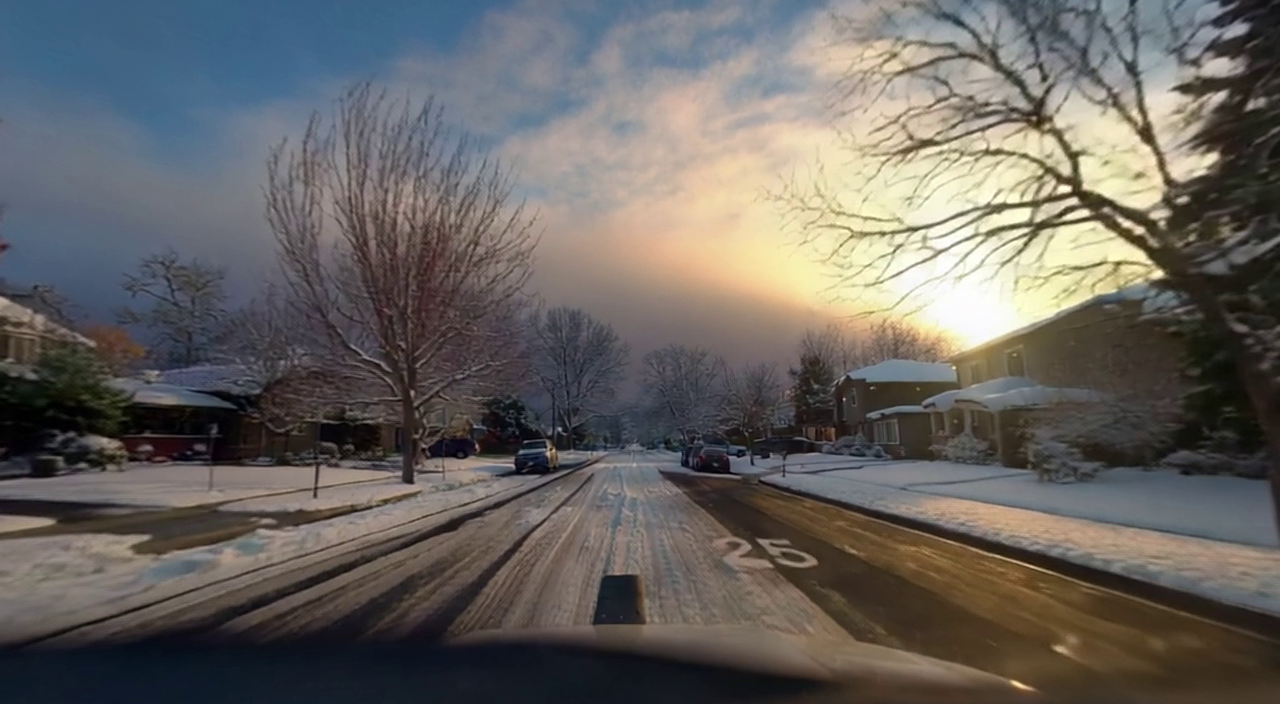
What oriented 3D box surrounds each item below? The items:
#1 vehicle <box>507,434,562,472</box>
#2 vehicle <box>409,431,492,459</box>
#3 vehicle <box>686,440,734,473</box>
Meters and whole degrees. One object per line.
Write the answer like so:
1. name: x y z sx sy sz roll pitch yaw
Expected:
1. vehicle: -5.937 5.781 36.235 2.322 1.949 5.695 -1 -9 -1
2. vehicle: -12.970 6.393 43.430 5.024 1.903 2.102 0 -9 1
3. vehicle: 3.845 5.844 35.432 2.033 1.730 4.554 0 -9 -2
